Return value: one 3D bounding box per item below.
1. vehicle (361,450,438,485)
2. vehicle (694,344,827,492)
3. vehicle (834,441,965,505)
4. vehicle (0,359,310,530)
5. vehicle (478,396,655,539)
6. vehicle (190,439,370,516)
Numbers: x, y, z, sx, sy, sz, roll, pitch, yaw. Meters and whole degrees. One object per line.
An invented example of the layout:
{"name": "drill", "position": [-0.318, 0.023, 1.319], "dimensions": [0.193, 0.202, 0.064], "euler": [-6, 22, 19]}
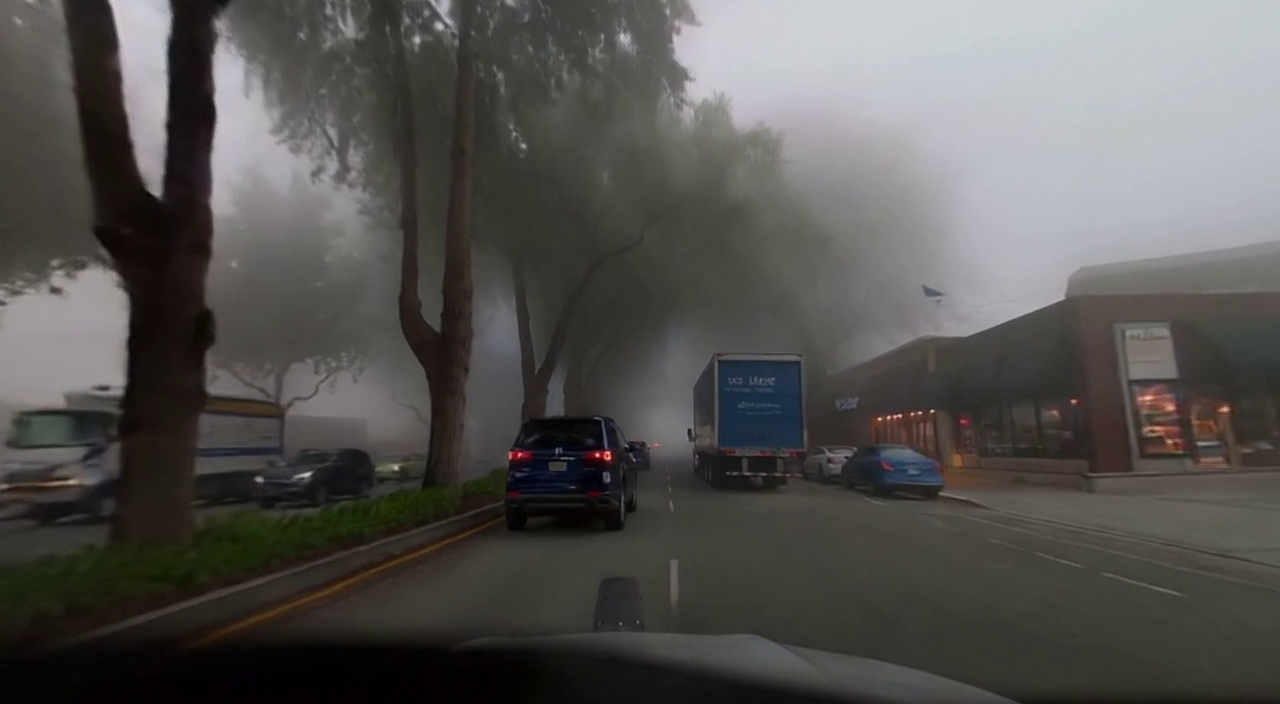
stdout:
{"name": "vehicle", "position": [-11.850, 5.693, 31.470], "dimensions": [1.966, 1.442, 4.466], "euler": [-4, -9, 2]}
{"name": "vehicle", "position": [3.958, 2.818, 24.468], "dimensions": [3.007, 4.206, 12.913], "euler": [0, -8, 2]}
{"name": "vehicle", "position": [6.839, 3.201, 17.180], "dimensions": [1.929, 1.522, 4.158], "euler": [-1, -9, 2]}
{"name": "vehicle", "position": [-12.625, 2.505, 17.226], "dimensions": [3.027, 3.656, 7.024], "euler": [-1, -9, 4]}
{"name": "vehicle", "position": [-1.021, 2.031, 11.621], "dimensions": [2.293, 2.036, 4.853], "euler": [-1, -9, 5]}
{"name": "vehicle", "position": [-9.034, 3.150, 16.416], "dimensions": [1.903, 1.684, 4.398], "euler": [-1, -9, 3]}
